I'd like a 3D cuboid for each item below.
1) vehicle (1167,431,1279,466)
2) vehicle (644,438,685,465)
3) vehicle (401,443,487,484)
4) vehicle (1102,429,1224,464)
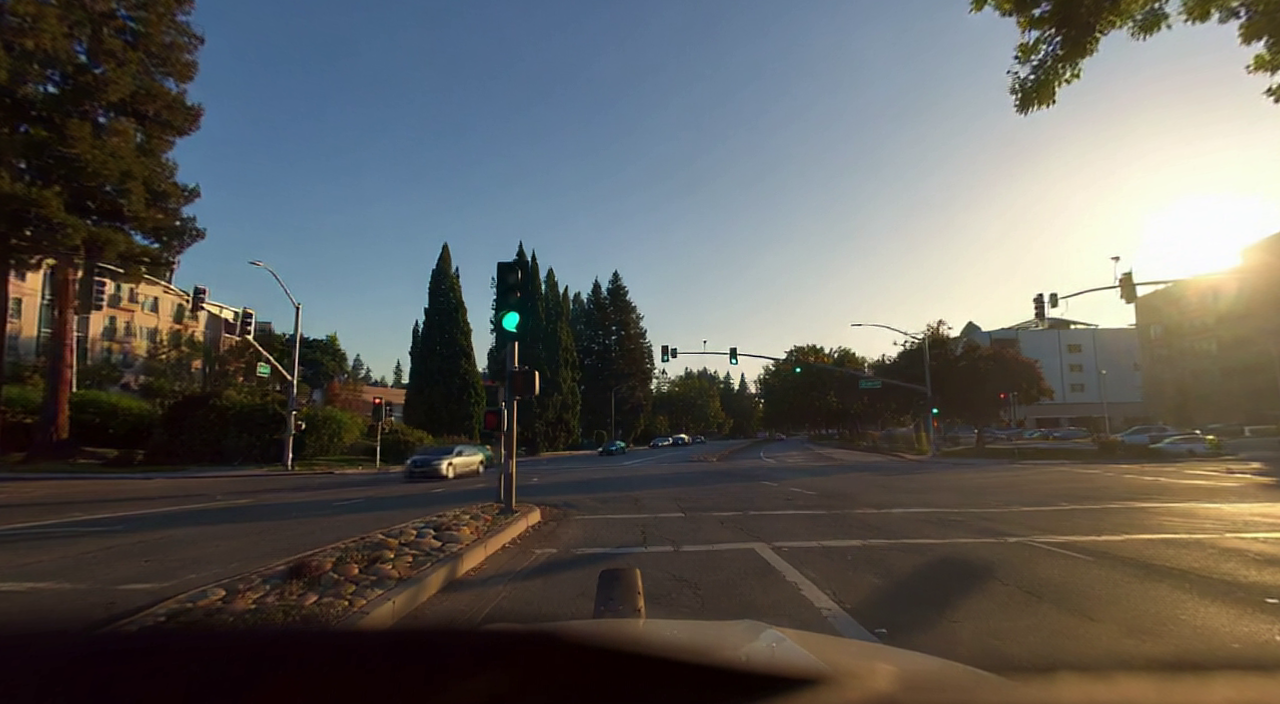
[{"bbox_3d":[26.293,4.243,27.880,4.644,1.470,1.922,1,-8,-10],"label":"vehicle"},{"bbox_3d":[1.741,6.776,43.255,2.197,1.739,4.177,-2,-8,10],"label":"vehicle"},{"bbox_3d":[-7.800,4.451,25.533,1.877,1.481,3.853,-1,-8,6],"label":"vehicle"},{"bbox_3d":[25.923,4.681,31.353,4.441,1.674,2.035,1,-8,-8],"label":"vehicle"}]
